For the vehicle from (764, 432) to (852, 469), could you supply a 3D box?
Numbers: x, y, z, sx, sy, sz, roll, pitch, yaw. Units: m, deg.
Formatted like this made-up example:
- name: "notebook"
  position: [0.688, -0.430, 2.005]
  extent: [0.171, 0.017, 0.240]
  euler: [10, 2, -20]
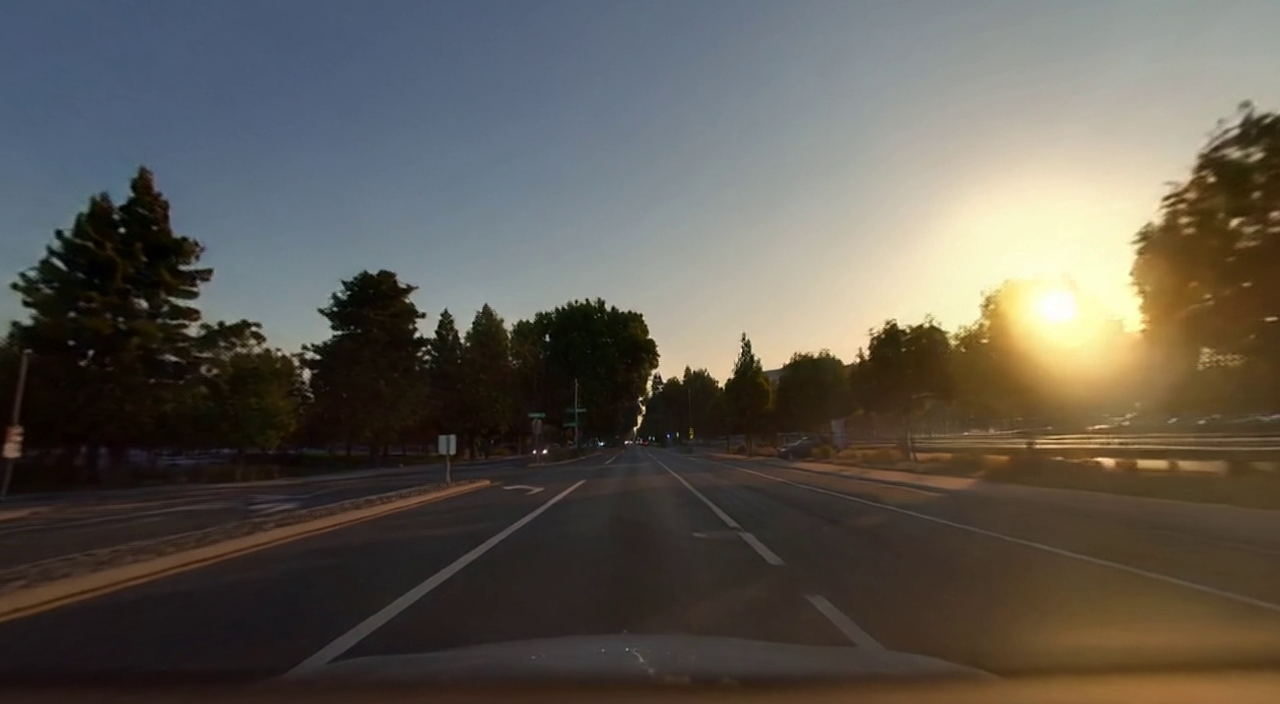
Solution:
- name: "vehicle"
  position: [12.254, 7.207, 46.401]
  extent: [5.581, 1.926, 2.324]
  euler: [-6, -6, -3]
